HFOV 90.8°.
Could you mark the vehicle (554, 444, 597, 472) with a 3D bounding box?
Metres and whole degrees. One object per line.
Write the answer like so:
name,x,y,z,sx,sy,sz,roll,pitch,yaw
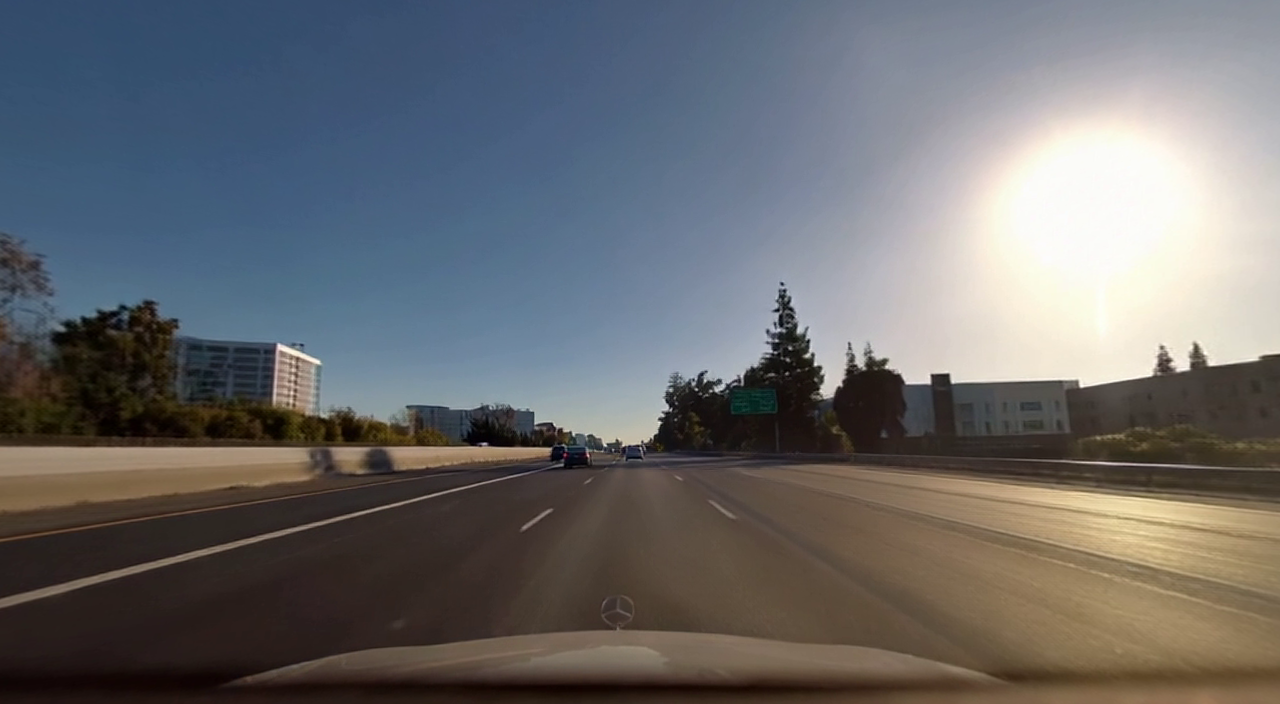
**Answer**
vehicle,-3.912,6.510,39.048,2.140,1.574,4.946,0,-8,0
